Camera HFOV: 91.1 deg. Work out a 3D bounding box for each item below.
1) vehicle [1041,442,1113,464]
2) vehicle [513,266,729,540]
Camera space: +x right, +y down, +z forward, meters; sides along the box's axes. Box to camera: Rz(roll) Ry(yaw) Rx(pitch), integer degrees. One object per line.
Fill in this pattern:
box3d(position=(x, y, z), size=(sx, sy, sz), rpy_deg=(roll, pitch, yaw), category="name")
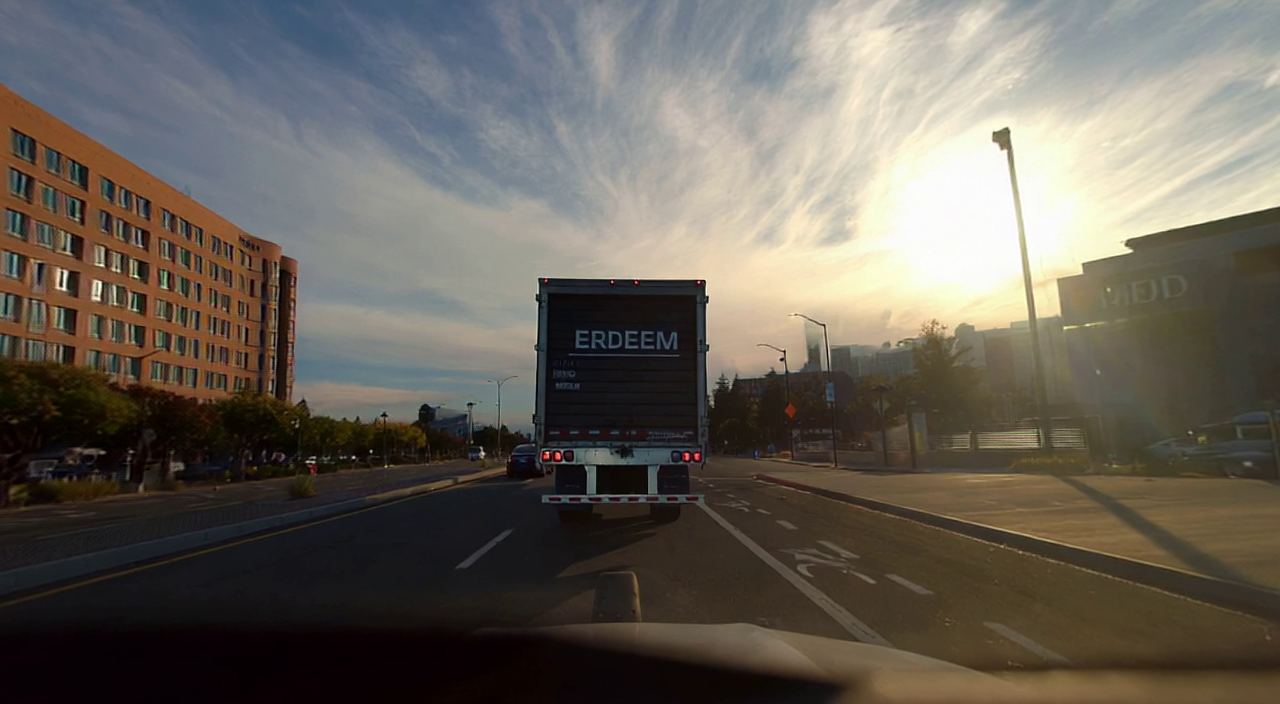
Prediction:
box3d(position=(31.355, 7.216, 45.168), size=(1.652, 1.423, 3.797), rpy_deg=(5, -9, -35), category="vehicle")
box3d(position=(-0.187, 1.275, 13.260), size=(2.876, 3.724, 9.351), rpy_deg=(-1, -8, 1), category="vehicle")
